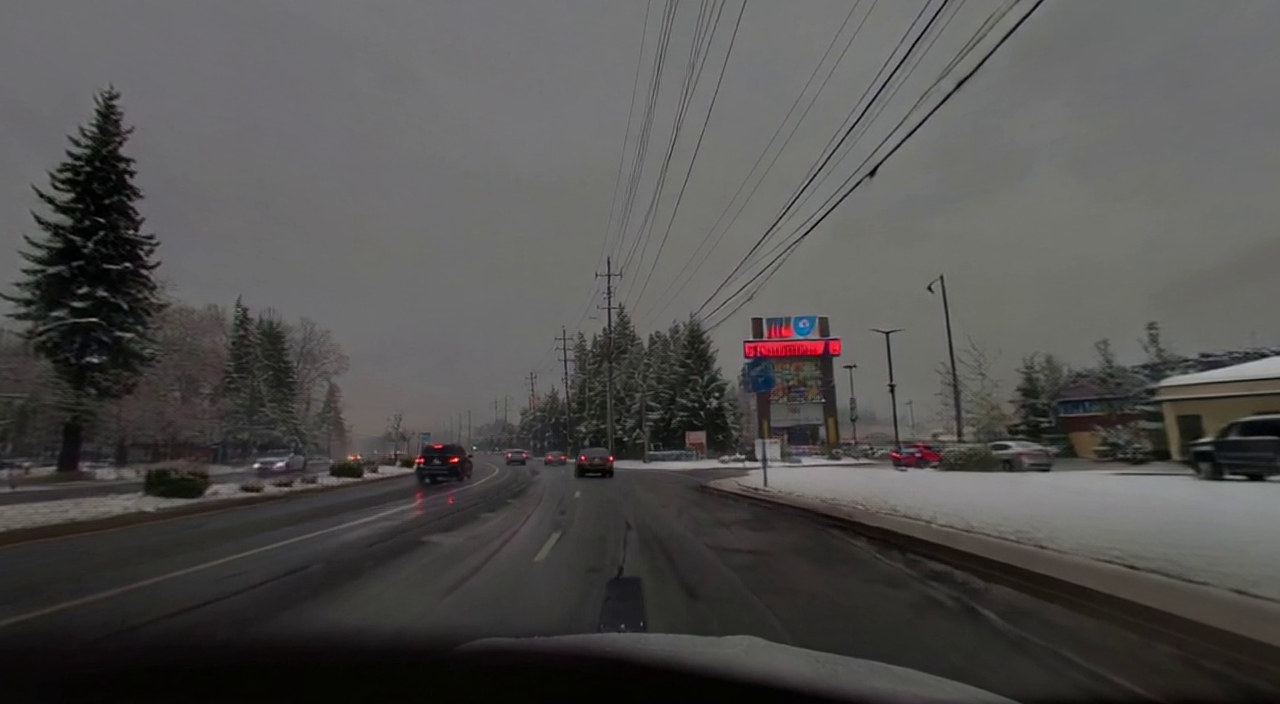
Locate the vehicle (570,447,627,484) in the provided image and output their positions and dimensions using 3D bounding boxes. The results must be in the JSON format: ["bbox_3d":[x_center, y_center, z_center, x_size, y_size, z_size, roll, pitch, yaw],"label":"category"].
[{"bbox_3d":[-1.911,4.935,27.836,2.130,1.476,4.453,1,-9,-8],"label":"vehicle"}]

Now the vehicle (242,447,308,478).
[{"bbox_3d":[-25.393,7.668,44.195,2.258,1.960,5.783,2,-9,-12],"label":"vehicle"}]

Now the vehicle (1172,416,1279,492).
[{"bbox_3d":[17.060,2.681,16.720,1.863,1.889,4.839,-3,-10,5],"label":"vehicle"}]

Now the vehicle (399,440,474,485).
[{"bbox_3d":[-8.705,4.734,27.405,2.195,1.752,4.515,1,-9,-7],"label":"vehicle"}]

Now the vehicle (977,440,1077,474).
[{"bbox_3d":[18.220,4.958,29.965,1.795,1.485,4.601,0,-9,0],"label":"vehicle"}]
